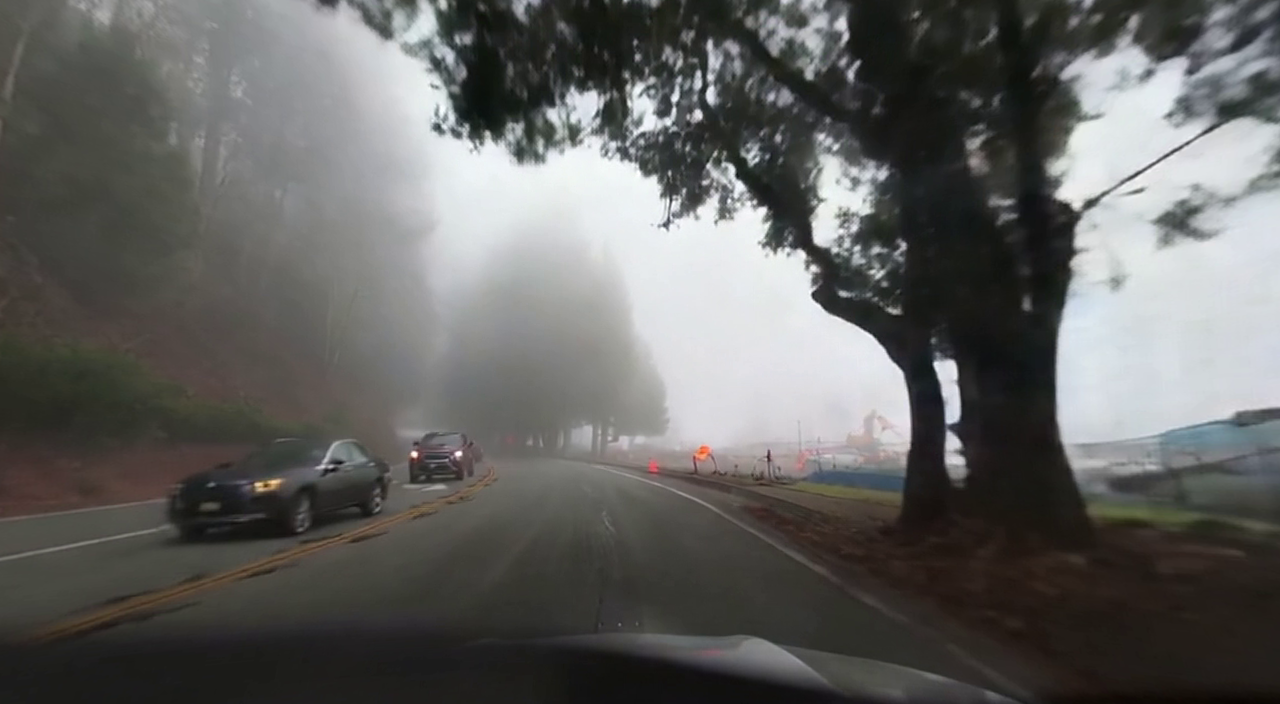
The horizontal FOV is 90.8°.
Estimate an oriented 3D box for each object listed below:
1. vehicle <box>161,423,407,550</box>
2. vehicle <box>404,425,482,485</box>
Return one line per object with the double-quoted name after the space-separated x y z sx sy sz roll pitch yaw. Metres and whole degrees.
-6.069 2.298 11.580 2.019 1.840 4.437 0 -8 -2 "vehicle"
-7.758 4.076 25.330 2.260 2.162 4.555 1 -8 -9 "vehicle"
